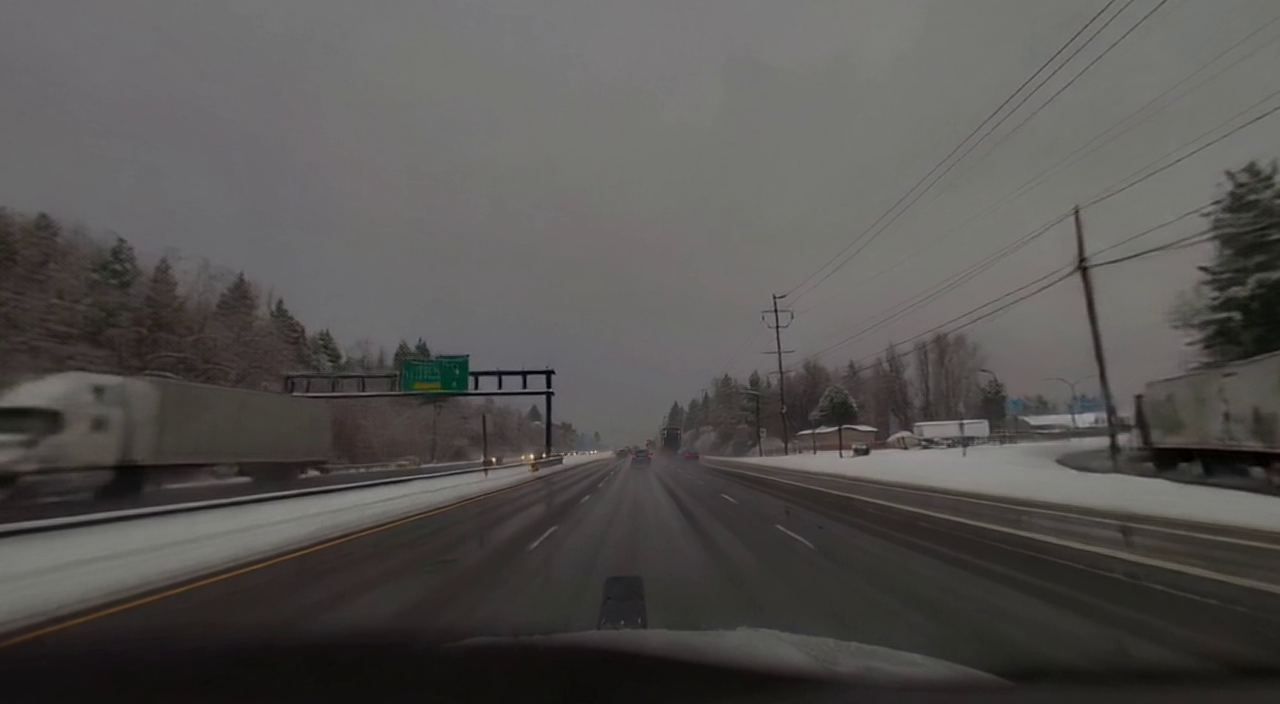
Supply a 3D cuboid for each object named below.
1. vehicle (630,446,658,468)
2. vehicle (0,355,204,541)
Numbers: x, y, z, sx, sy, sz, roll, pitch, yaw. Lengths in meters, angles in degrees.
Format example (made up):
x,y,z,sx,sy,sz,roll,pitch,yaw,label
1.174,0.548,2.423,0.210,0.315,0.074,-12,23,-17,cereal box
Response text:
x,y,z,sx,sy,sz,roll,pitch,yaw,label
0.323,8.017,48.220,2.111,1.599,3.859,0,-9,1,vehicle
-15.513,2.563,16.796,2.996,4.046,6.372,0,-9,0,vehicle
